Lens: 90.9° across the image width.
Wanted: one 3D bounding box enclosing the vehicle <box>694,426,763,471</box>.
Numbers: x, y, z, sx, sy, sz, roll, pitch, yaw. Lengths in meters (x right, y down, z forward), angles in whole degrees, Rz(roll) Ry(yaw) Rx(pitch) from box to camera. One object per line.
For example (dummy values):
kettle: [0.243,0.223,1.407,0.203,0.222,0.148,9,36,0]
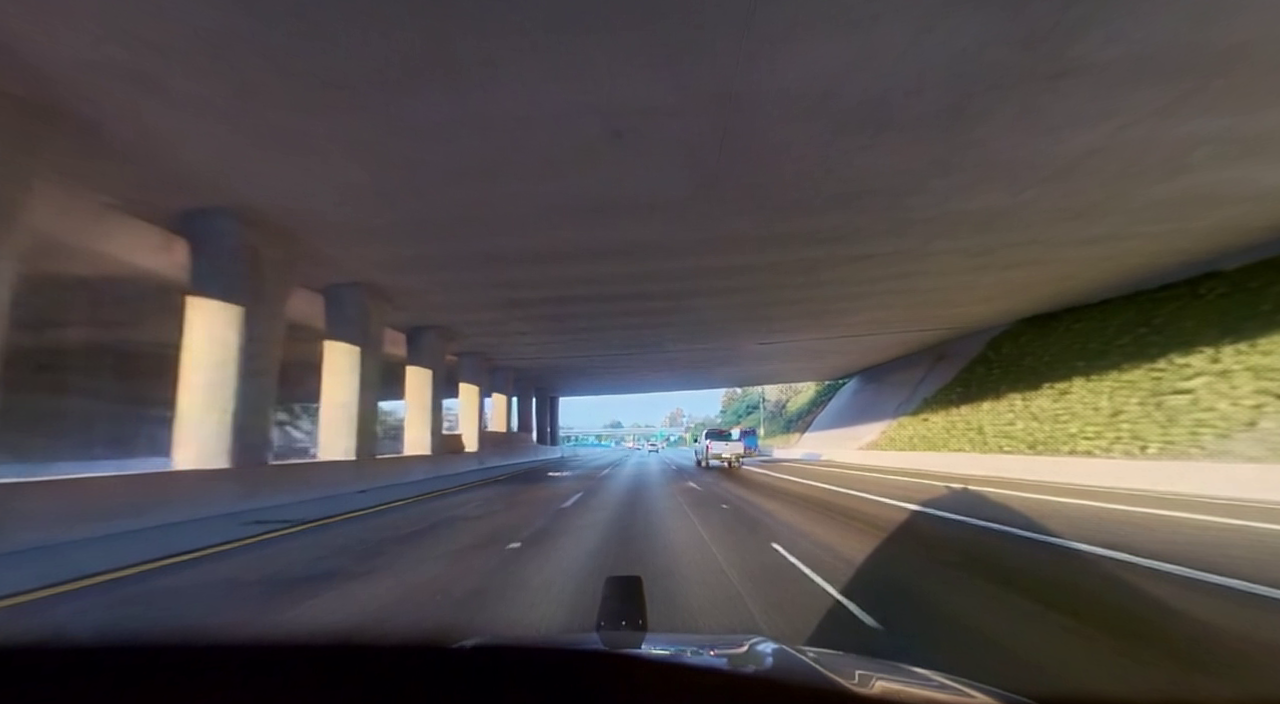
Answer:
vehicle: [4.248,4.777,31.350,2.505,2.020,5.532,0,-8,-1]
